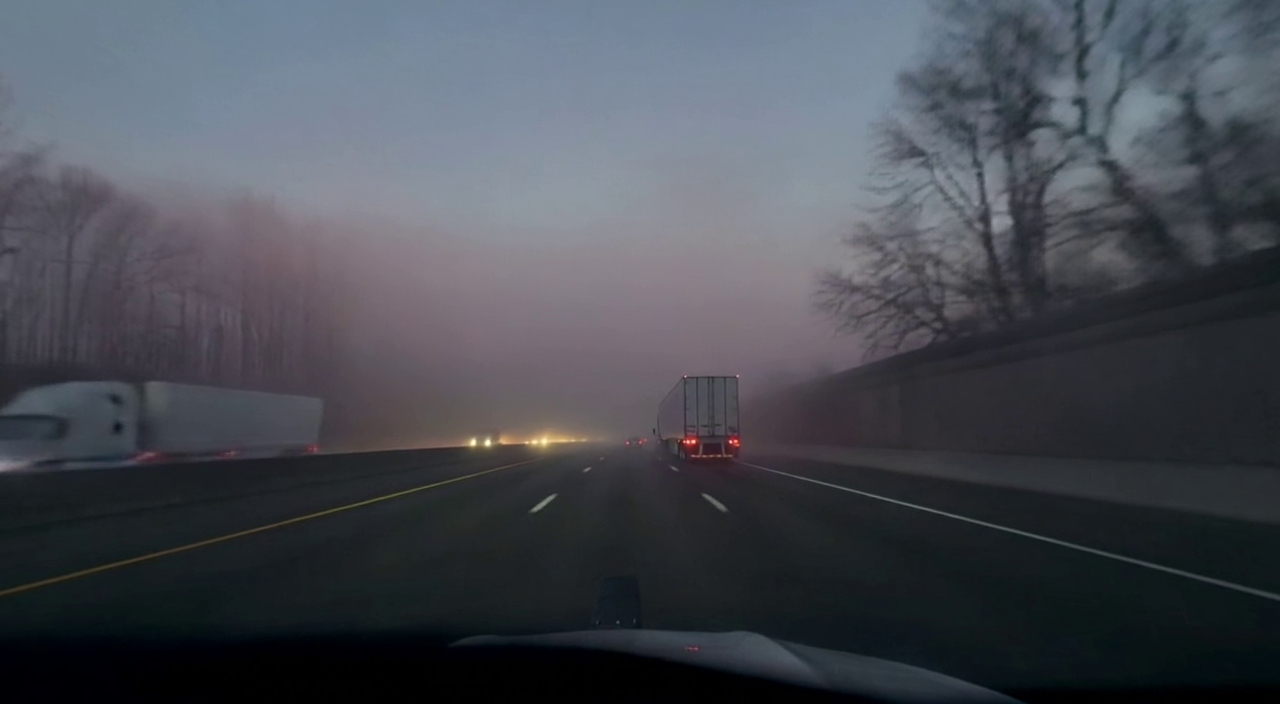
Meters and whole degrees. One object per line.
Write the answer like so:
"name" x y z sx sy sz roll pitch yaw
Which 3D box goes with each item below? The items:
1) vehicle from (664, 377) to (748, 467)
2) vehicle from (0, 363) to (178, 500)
"vehicle" 3.398 4.244 37.161 2.979 4.161 15.508 1 -7 -1
"vehicle" -20.138 2.775 22.203 2.877 4.178 5.690 0 -7 3
